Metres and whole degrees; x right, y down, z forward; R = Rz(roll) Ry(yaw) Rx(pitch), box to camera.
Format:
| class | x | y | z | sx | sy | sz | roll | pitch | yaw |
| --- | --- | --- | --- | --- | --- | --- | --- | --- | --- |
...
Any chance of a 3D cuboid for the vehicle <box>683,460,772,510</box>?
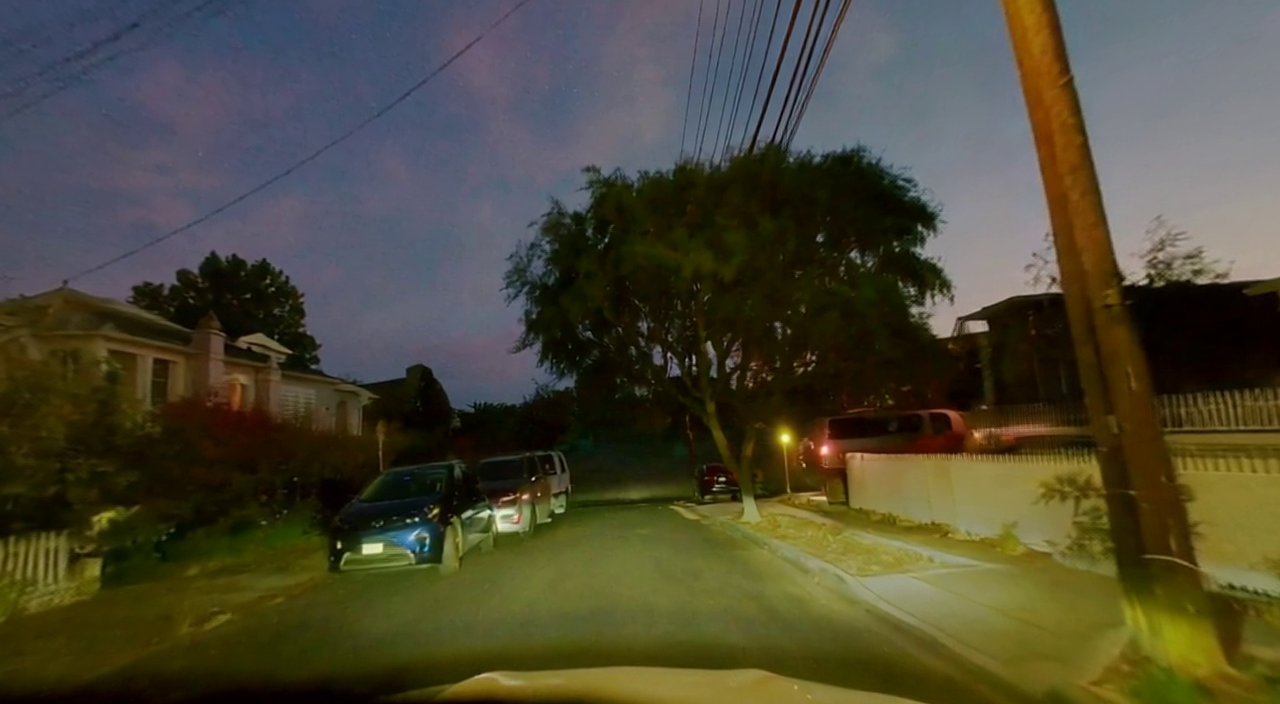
| class | x | y | z | sx | sy | sz | roll | pitch | yaw |
| --- | --- | --- | --- | --- | --- | --- | --- | --- | --- |
| vehicle | 3.147 | 4.901 | 23.625 | 3.005 | 1.535 | 4.025 | -1 | -8 | 4 |

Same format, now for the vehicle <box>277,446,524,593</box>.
| class | x | y | z | sx | sy | sz | roll | pitch | yaw |
| --- | --- | --- | --- | --- | --- | --- | --- | --- | --- |
| vehicle | -3.088 | 2.216 | 9.429 | 2.081 | 1.589 | 4.691 | 1 | -9 | -3 |

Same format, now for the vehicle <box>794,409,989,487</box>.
| class | x | y | z | sx | sy | sz | roll | pitch | yaw |
| --- | --- | --- | --- | --- | --- | --- | --- | --- | --- |
| vehicle | 6.428 | 2.501 | 16.547 | 4.249 | 1.905 | 1.904 | 0 | -9 | -1 |
